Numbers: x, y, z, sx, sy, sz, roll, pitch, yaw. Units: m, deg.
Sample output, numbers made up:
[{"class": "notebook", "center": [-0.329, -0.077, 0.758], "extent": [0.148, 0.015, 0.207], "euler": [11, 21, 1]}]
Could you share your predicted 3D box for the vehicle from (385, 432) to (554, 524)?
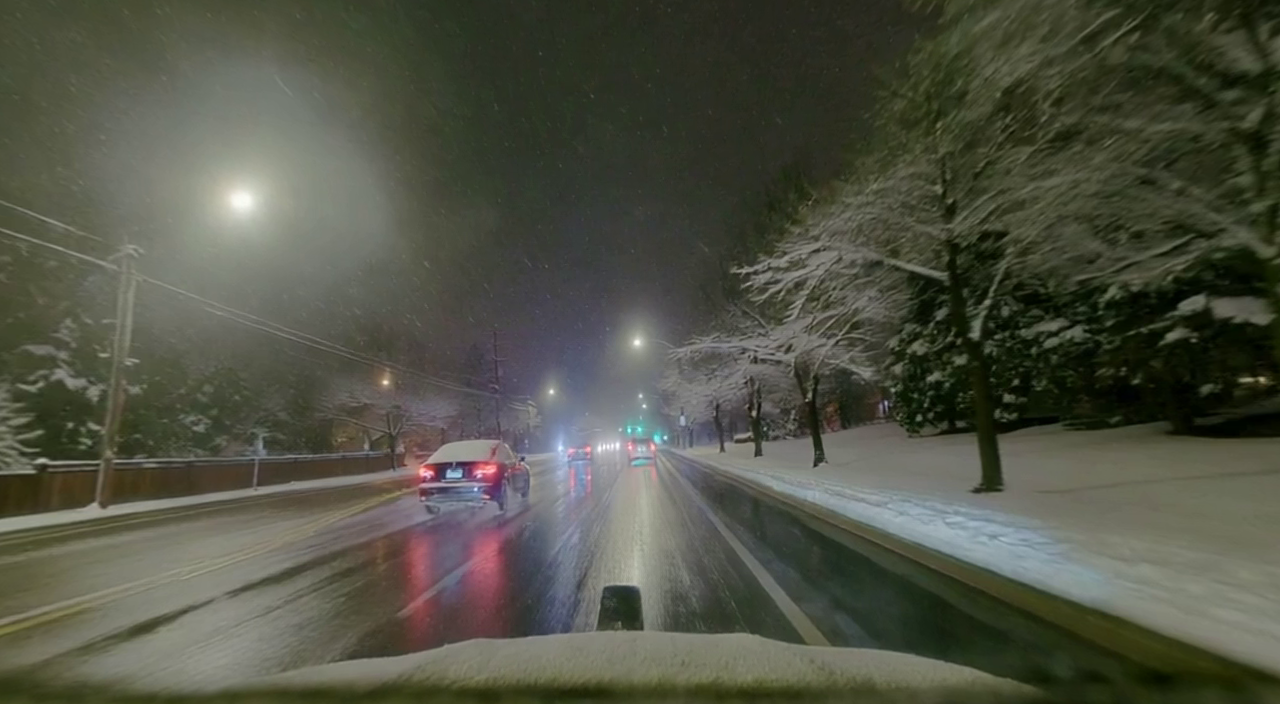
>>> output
[{"class": "vehicle", "center": [-3.082, 2.373, 12.484], "extent": [2.030, 1.467, 4.403], "euler": [0, -8, 1]}]

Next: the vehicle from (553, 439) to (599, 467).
[{"class": "vehicle", "center": [-3.545, 5.678, 35.624], "extent": [2.114, 1.500, 3.912], "euler": [0, -8, 1]}]

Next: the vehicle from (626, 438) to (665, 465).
[{"class": "vehicle", "center": [0.277, 5.639, 35.822], "extent": [2.065, 1.456, 4.099], "euler": [0, -8, 0]}]
